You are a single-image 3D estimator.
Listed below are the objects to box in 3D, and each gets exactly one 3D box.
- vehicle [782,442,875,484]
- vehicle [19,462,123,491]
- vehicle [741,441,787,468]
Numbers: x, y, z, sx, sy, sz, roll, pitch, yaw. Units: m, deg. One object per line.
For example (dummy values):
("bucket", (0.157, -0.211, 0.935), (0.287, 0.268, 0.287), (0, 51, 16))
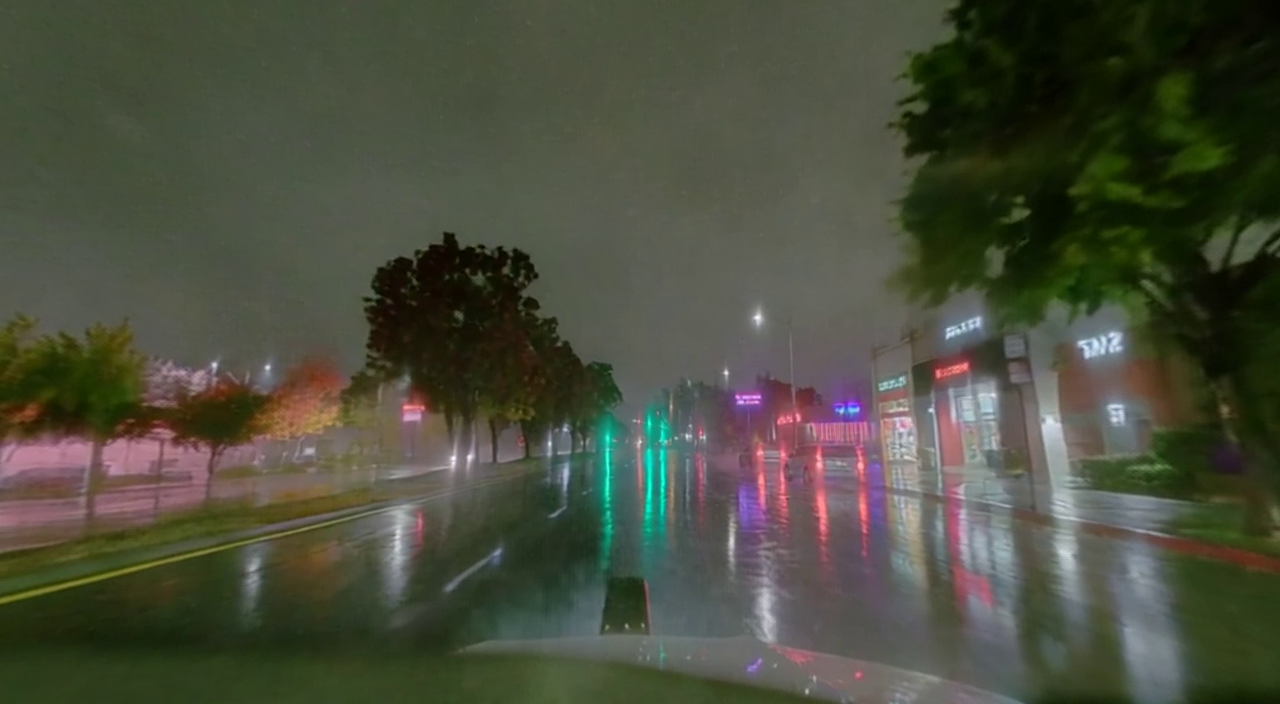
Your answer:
("vehicle", (7.175, 4.252, 24.615), (2.119, 1.458, 4.965), (1, -8, 0))
("vehicle", (-35.085, 7.659, 38.944), (4.405, 1.458, 1.990), (-2, -9, -4))
("vehicle", (7.394, 6.157, 38.070), (1.923, 1.498, 4.676), (1, -8, 1))
